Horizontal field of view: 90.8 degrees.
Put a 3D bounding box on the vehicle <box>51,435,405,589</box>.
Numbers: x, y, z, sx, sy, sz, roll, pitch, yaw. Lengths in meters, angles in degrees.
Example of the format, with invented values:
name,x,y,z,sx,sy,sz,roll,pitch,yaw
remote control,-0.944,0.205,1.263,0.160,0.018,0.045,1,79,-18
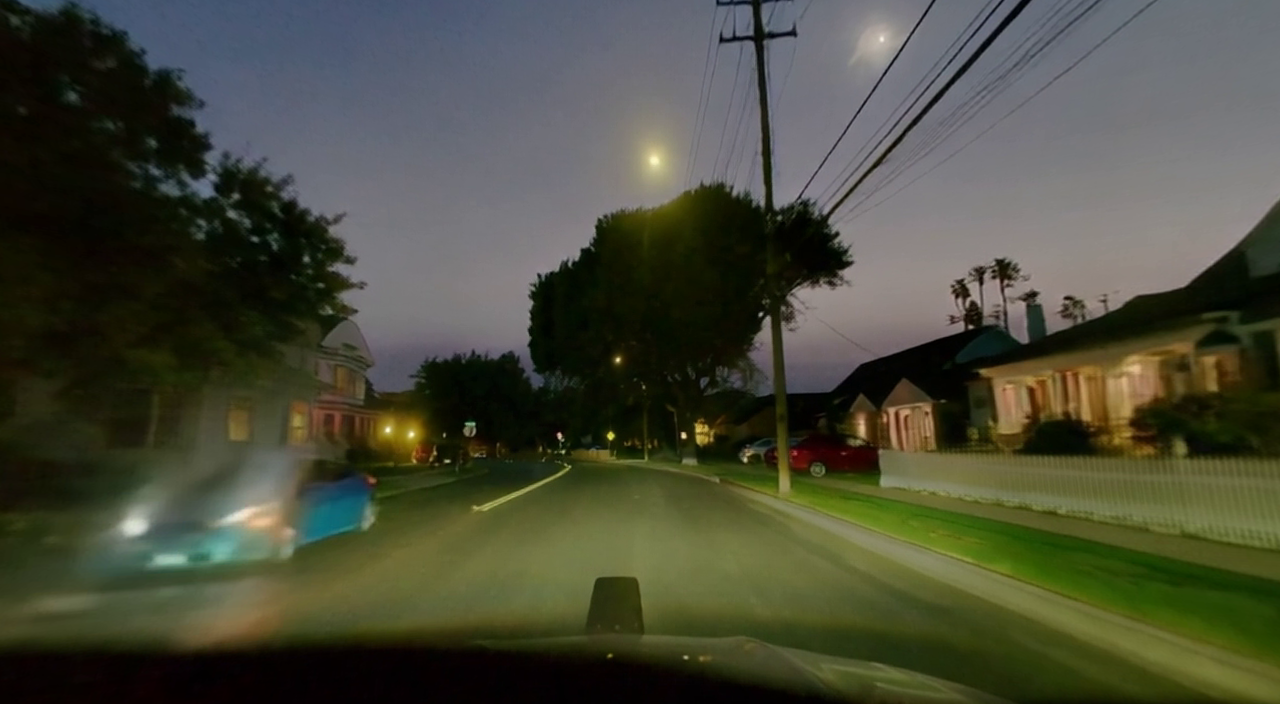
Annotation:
name,x,y,z,sx,sy,sz,roll,pitch,yaw
vehicle,-4.910,1.904,8.499,1.892,1.501,4.335,0,-8,-1

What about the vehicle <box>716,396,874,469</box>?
name,x,y,z,sx,sy,sz,roll,pitch,yaw
vehicle,7.726,4.109,32.043,7.115,3.010,2.378,-4,-9,-6

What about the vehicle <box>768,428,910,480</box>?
name,x,y,z,sx,sy,sz,roll,pitch,yaw
vehicle,7.087,3.676,22.866,4.412,1.565,1.957,-3,-8,-1

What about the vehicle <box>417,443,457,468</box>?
name,x,y,z,sx,sy,sz,roll,pitch,yaw
vehicle,-13.836,7.027,43.126,2.390,1.431,4.253,2,-7,-17
